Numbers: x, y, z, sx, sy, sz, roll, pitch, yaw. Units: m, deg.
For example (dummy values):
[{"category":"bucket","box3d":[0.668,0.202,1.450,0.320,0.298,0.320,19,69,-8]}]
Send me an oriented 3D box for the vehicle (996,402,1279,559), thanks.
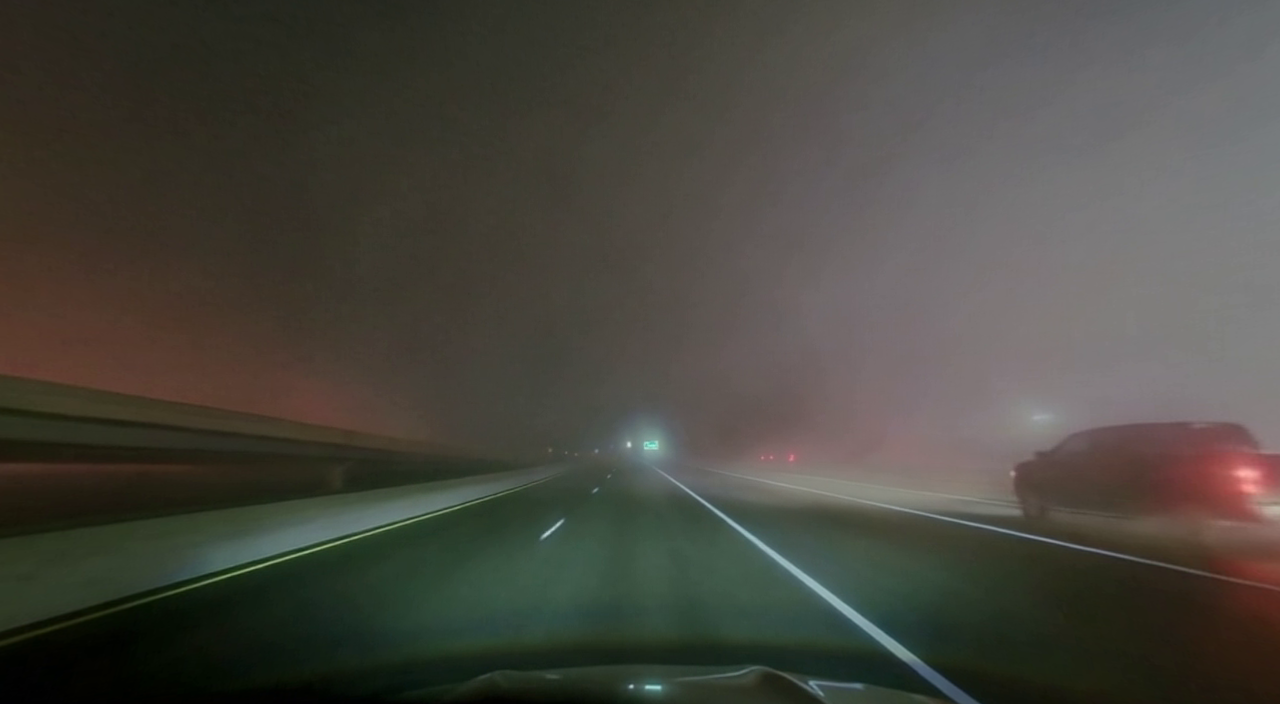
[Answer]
[{"category":"vehicle","box3d":[15.045,3.566,18.684,3.233,3.414,9.483,0,-9,-1]}]
